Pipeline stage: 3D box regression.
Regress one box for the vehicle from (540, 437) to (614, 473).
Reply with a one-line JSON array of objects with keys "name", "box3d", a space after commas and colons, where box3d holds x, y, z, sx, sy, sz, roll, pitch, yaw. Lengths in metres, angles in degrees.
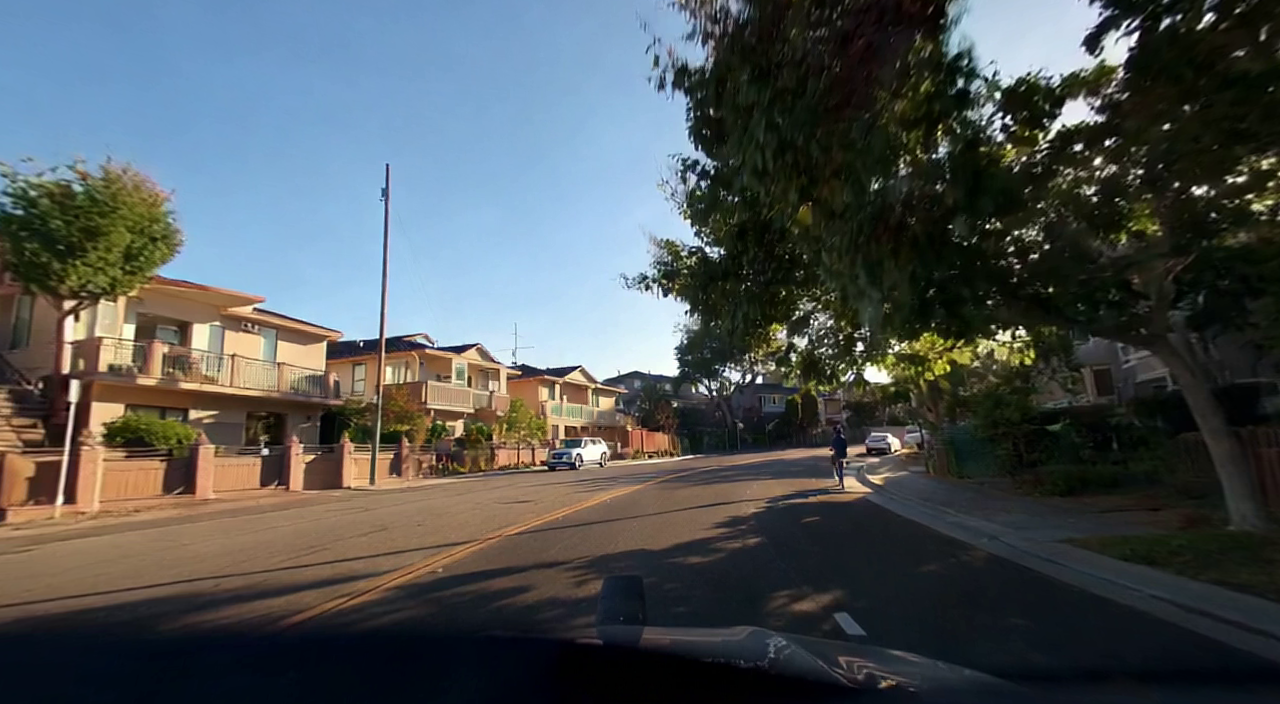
[{"name": "vehicle", "box3d": [-3.090, 5.174, 31.901, 1.937, 1.670, 4.391, -3, -9, 20]}]
